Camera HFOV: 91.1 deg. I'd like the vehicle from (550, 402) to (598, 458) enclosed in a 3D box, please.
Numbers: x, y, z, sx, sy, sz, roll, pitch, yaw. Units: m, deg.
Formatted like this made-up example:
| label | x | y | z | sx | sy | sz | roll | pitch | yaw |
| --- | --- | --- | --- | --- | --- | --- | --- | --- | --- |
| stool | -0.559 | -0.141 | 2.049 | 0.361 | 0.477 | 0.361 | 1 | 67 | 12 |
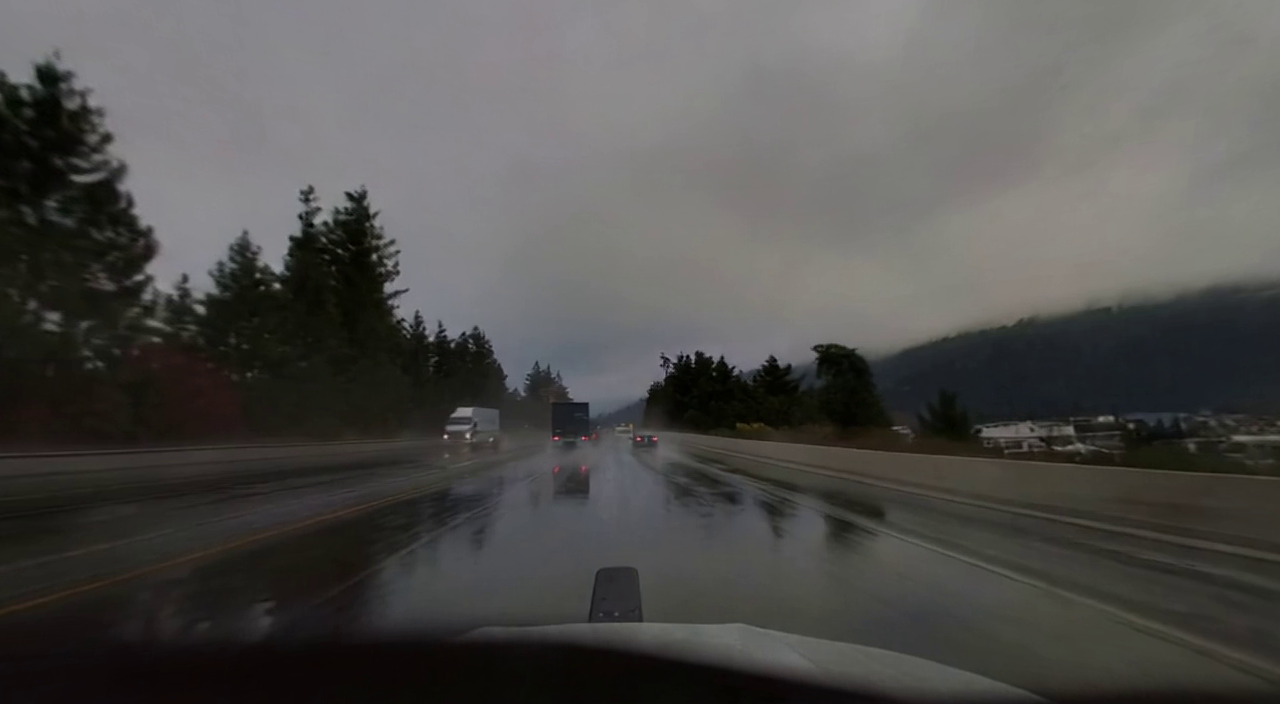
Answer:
| label | x | y | z | sx | sy | sz | roll | pitch | yaw |
| --- | --- | --- | --- | --- | --- | --- | --- | --- | --- |
| vehicle | -3.904 | 4.839 | 38.663 | 2.450 | 3.098 | 6.965 | 0 | -8 | -2 |
